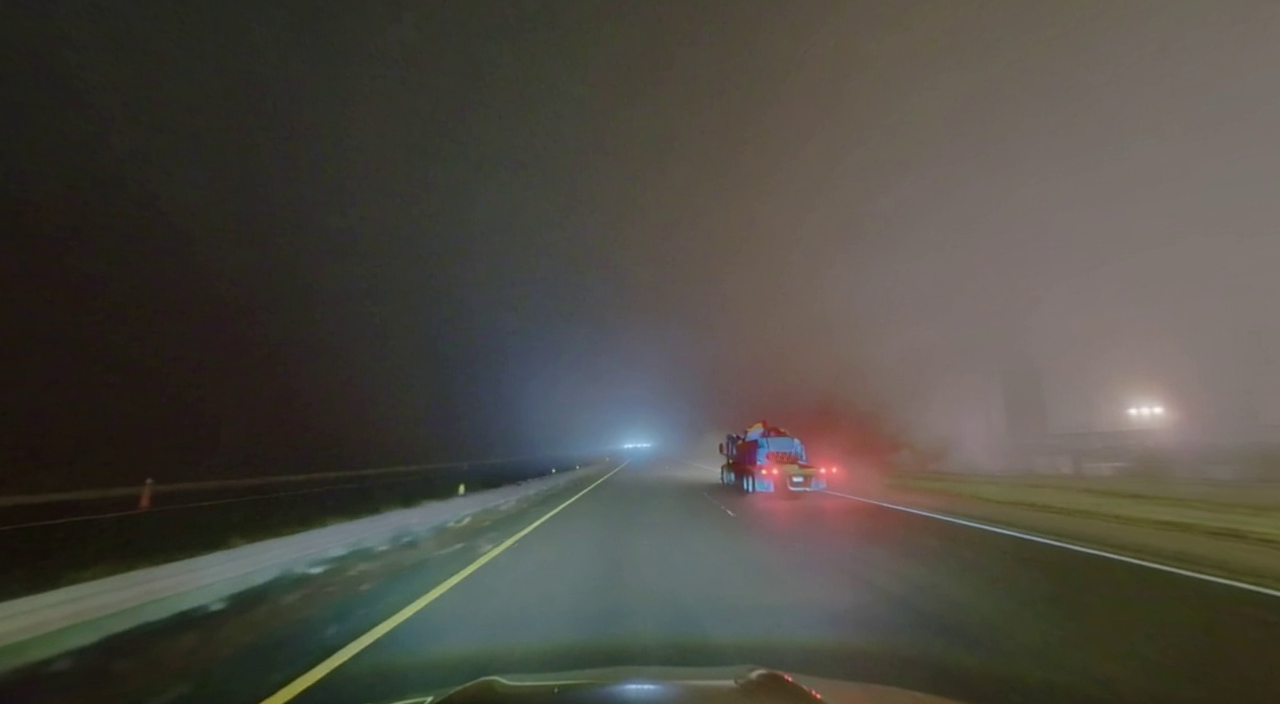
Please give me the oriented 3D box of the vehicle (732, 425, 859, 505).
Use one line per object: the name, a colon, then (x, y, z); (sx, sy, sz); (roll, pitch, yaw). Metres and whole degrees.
vehicle: (4.350, 3.286, 18.745); (2.309, 2.003, 5.139); (0, -9, -2)
